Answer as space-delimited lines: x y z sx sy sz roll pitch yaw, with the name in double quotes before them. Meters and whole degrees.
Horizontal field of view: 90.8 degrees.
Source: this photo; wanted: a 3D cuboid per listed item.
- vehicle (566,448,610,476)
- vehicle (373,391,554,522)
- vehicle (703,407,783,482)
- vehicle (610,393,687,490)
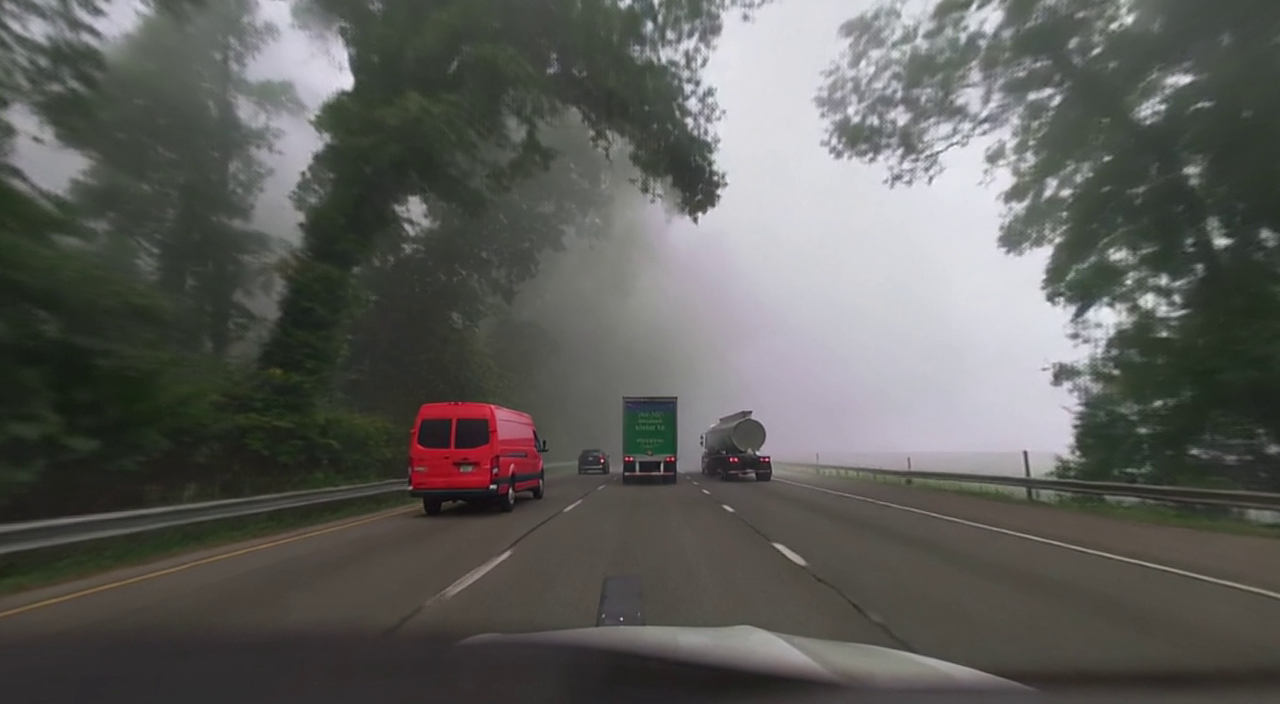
"vehicle" -3.179 6.842 39.467 2.134 1.652 4.439 0 -9 3
"vehicle" -3.919 2.547 15.696 2.525 2.572 6.260 0 -9 1
"vehicle" 5.451 5.257 35.612 2.706 3.500 11.483 0 -9 1
"vehicle" 0.162 3.985 27.440 2.773 3.455 9.118 0 -9 -2
